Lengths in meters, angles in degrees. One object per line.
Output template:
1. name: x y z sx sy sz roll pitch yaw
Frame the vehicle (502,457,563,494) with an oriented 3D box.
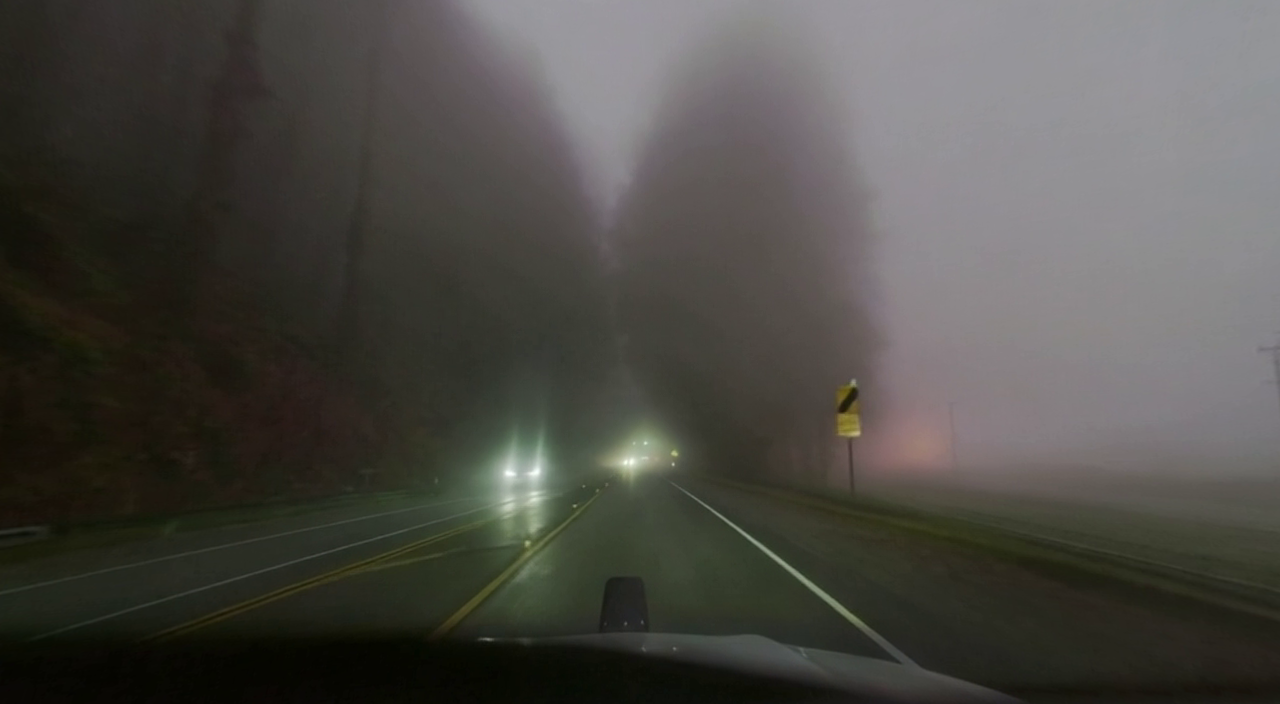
1. vehicle: -4.965 5.745 29.664 2.000 1.546 4.342 0 -9 2
